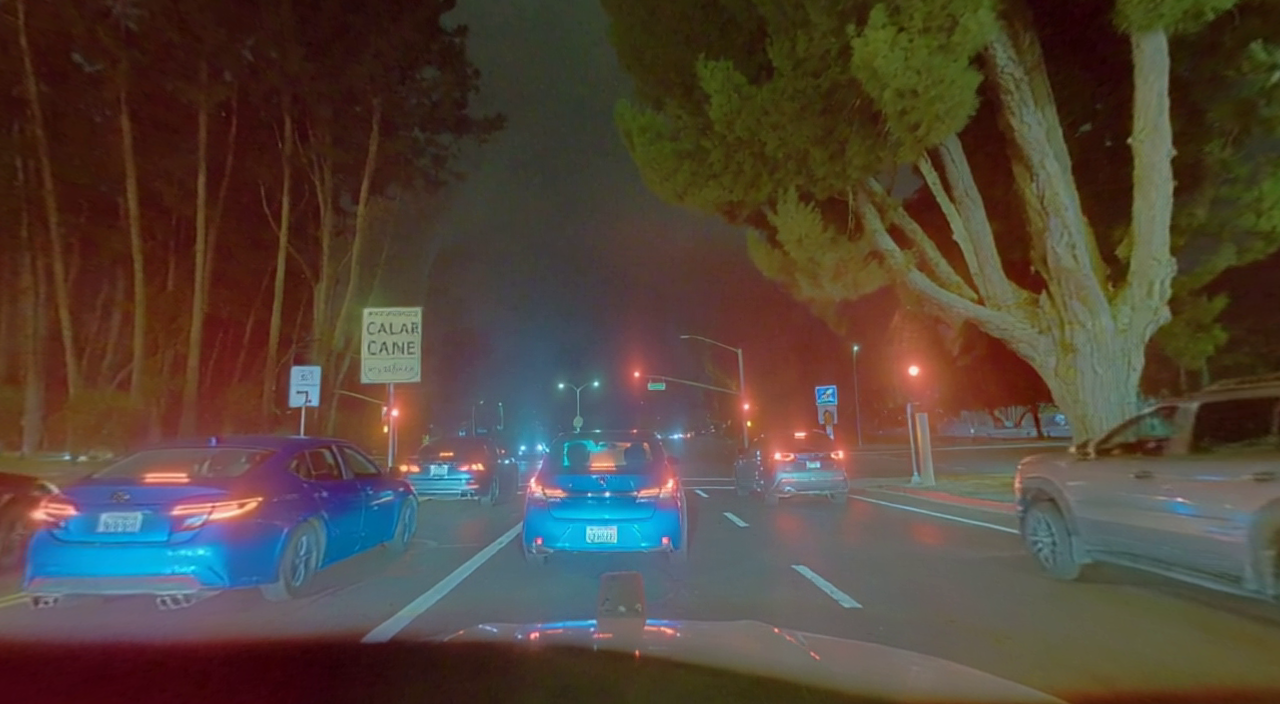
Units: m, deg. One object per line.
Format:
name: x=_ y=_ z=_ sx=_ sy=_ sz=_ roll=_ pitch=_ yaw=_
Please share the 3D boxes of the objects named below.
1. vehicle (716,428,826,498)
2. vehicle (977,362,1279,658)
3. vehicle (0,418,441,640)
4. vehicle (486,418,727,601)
vehicle: x=3.445 y=3.008 z=17.513 sx=2.028 sy=1.678 sz=4.220 roll=0 pitch=-8 yaw=-2
vehicle: x=4.807 y=1.061 z=4.600 sx=2.038 sy=1.750 sz=4.535 roll=0 pitch=-8 yaw=-2
vehicle: x=-3.802 y=1.525 z=6.544 sx=2.074 sy=1.485 sz=4.395 roll=0 pitch=-8 yaw=0
vehicle: x=-0.345 y=1.645 z=7.535 sx=2.045 sy=1.533 sz=4.183 roll=0 pitch=-8 yaw=-2
